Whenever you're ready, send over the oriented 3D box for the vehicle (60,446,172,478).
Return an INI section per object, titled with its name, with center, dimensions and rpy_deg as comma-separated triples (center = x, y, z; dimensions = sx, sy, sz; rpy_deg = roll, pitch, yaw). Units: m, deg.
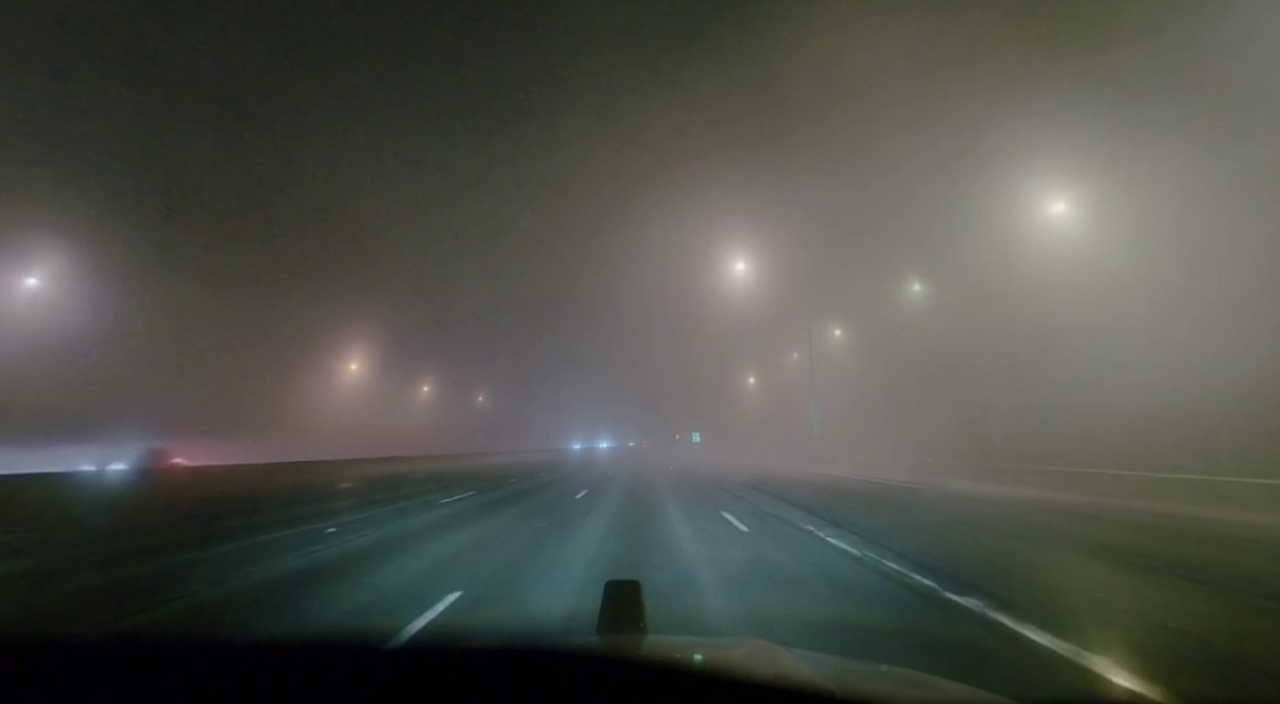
[vehicle]
center = -29.550, 6.166, 35.807
dimensions = 1.901, 1.647, 4.986
rpy_deg = -1, -8, 3
